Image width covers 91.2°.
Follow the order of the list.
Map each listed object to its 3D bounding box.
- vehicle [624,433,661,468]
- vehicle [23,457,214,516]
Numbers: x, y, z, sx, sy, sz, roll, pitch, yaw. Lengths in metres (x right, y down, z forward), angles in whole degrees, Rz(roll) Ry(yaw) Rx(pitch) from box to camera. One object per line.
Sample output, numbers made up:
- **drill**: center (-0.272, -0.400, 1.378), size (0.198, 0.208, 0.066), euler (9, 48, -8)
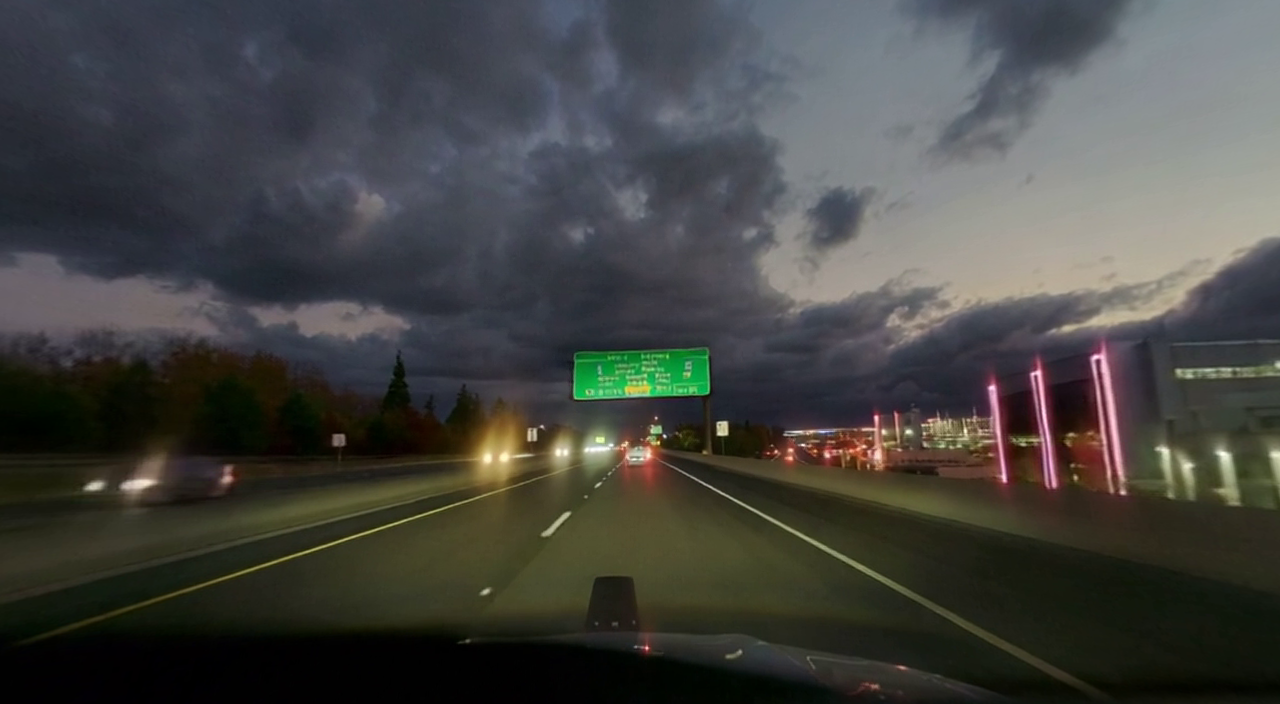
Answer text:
- **vehicle**: center (0.206, 6.432, 40.972), size (2.268, 2.122, 4.595), euler (-1, -9, 1)
- **vehicle**: center (-16.055, 4.106, 19.731), size (1.909, 1.525, 4.800), euler (0, -9, -1)
